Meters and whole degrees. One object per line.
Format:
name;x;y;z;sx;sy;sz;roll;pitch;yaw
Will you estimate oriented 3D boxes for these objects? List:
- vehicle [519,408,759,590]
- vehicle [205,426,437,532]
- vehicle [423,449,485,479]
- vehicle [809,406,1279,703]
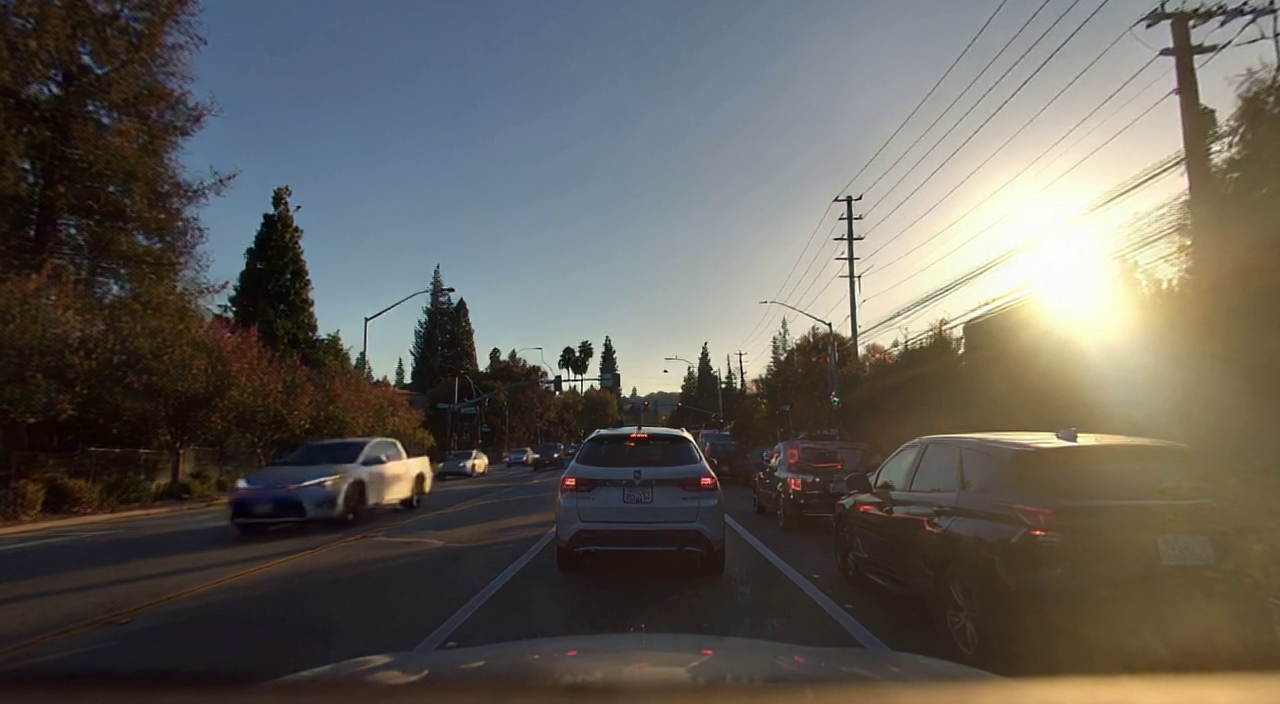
vehicle;0.008;1.663;7.924;2.200;1.653;4.127;0;-8;1
vehicle;-6.147;2.495;13.022;2.253;1.751;4.700;0;-8;1
vehicle;-9.709;5.871;33.286;1.921;1.471;4.137;0;-8;1
vehicle;2.900;1.306;4.985;1.950;1.487;4.275;0;-8;0
